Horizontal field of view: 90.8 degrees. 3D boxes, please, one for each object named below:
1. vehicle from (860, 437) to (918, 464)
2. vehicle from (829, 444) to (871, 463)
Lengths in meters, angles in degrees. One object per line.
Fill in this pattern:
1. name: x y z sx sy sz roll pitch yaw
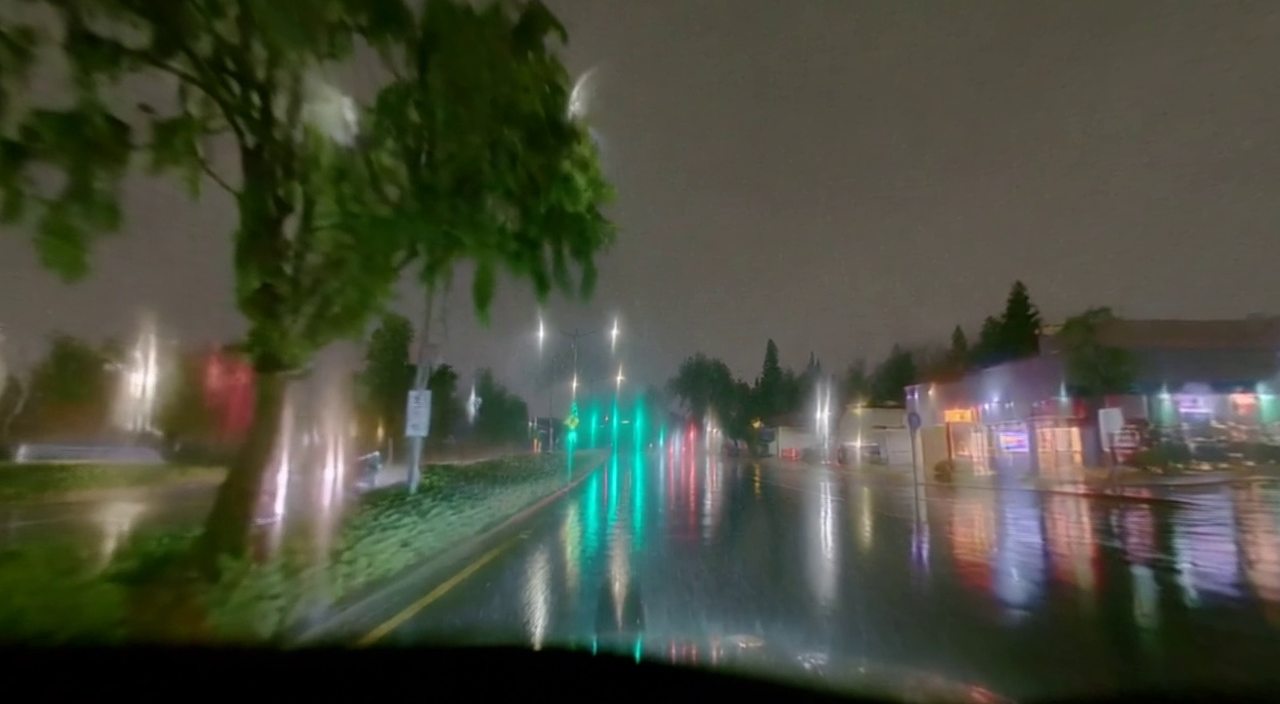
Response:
1. vehicle: 19.261 7.636 49.204 2.249 1.876 5.470 0 -7 -1
2. vehicle: 16.525 7.991 49.949 1.928 1.426 4.452 -1 -9 3
